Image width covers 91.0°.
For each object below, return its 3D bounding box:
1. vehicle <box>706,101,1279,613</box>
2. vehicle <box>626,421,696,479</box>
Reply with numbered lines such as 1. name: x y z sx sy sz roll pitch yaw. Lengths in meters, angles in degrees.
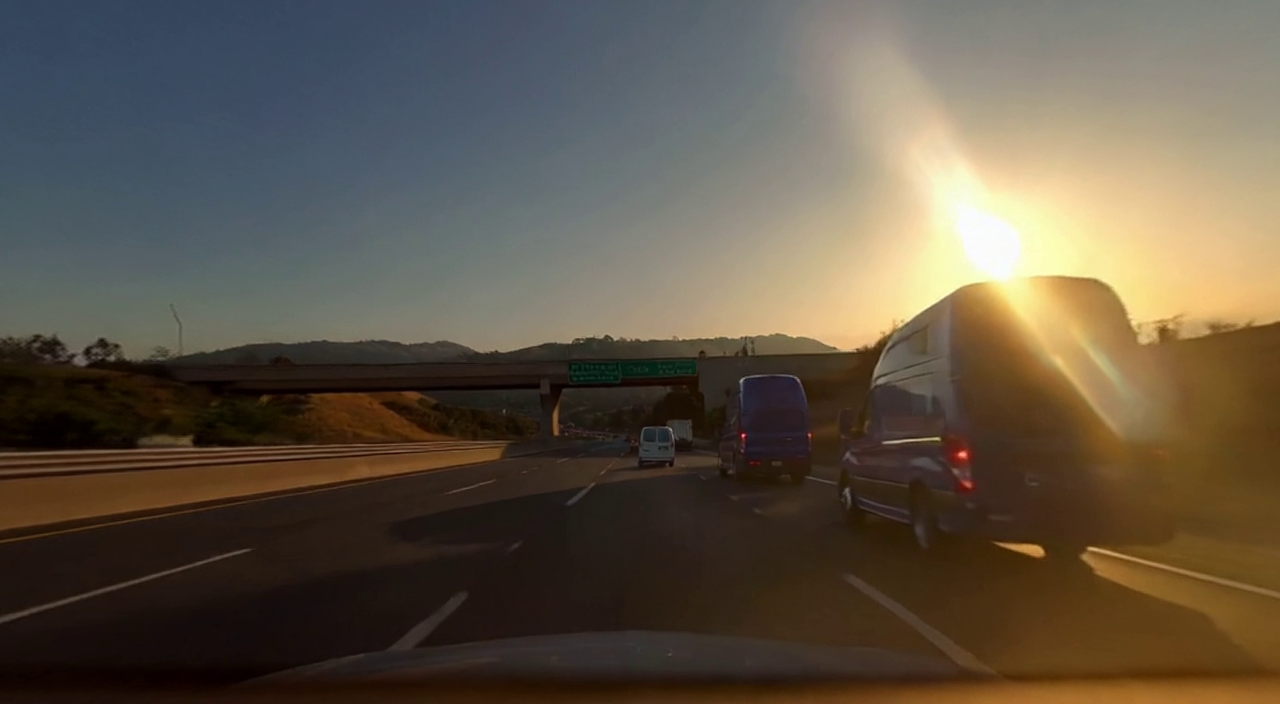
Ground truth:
1. vehicle: 4.144 1.120 13.486 3.892 4.216 16.830 0 -8 1
2. vehicle: 0.787 3.780 24.459 2.469 2.027 4.554 0 -8 1
